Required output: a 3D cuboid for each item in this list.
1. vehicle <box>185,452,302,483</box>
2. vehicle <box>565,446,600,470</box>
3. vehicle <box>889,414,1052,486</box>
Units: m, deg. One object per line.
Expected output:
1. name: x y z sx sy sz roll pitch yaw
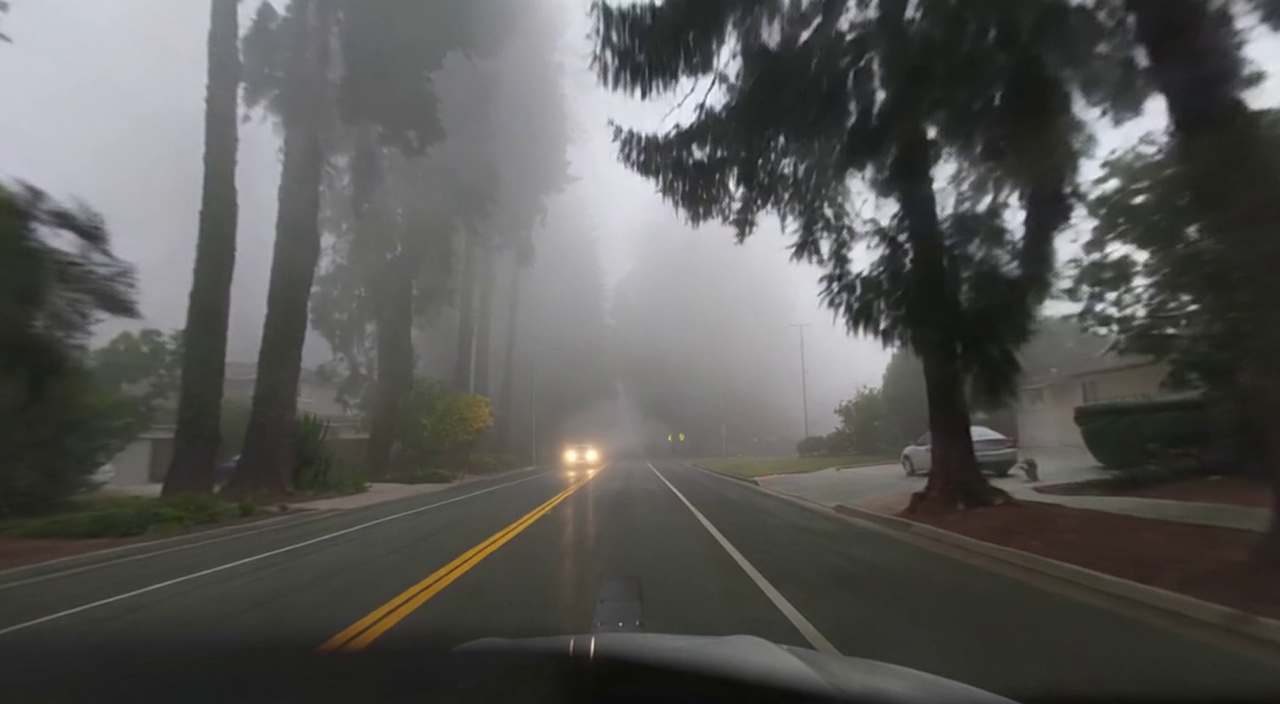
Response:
1. vehicle: -19.707 5.750 31.529 4.459 1.432 1.979 0 -9 -1
2. vehicle: -4.157 7.786 46.587 2.208 1.663 4.326 0 -9 0
3. vehicle: 10.677 3.257 21.131 2.305 2.041 5.711 0 -9 0
